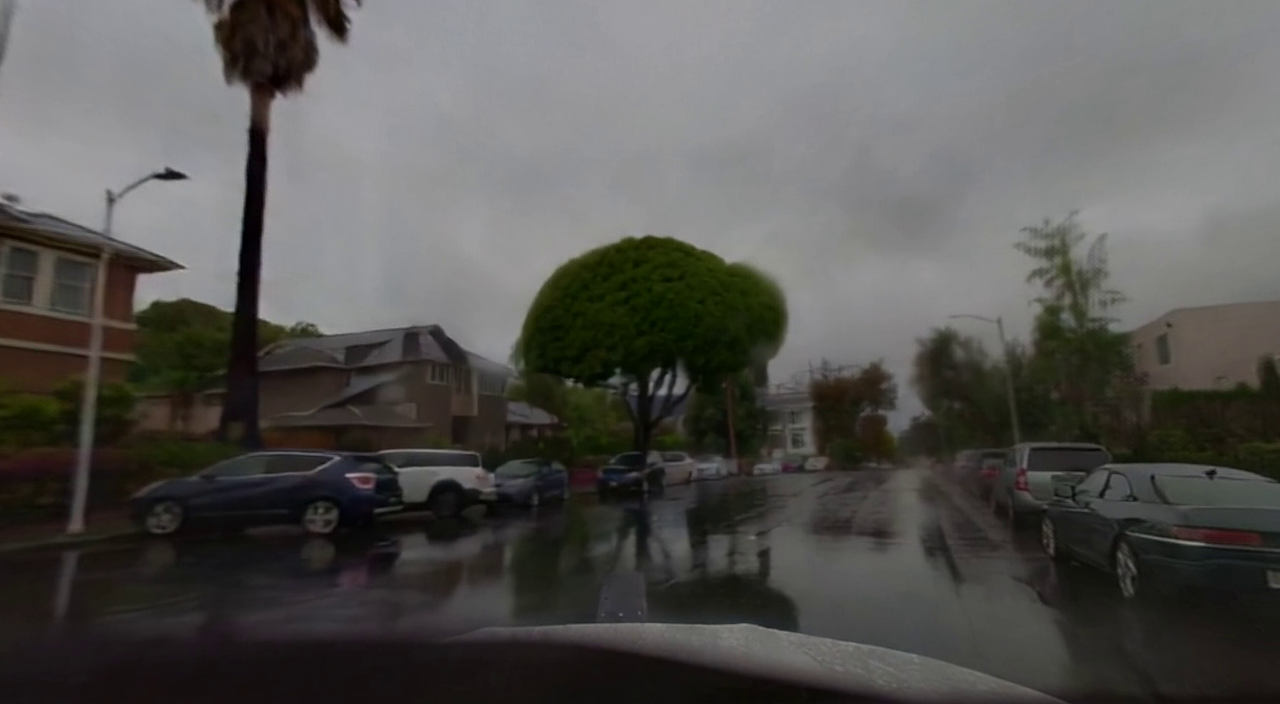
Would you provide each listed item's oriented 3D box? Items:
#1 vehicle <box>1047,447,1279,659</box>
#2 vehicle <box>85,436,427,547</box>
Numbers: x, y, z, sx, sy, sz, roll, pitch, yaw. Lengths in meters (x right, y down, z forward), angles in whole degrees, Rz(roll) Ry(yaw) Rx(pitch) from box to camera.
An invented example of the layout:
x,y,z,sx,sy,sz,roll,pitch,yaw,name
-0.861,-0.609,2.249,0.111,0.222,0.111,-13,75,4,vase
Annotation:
x,y,z,sx,sy,sz,roll,pitch,yaw,name
5.774,1.725,6.456,2.001,1.461,4.492,-4,-9,24,vehicle
-6.637,2.407,11.314,4.866,1.752,1.998,-1,-8,5,vehicle
